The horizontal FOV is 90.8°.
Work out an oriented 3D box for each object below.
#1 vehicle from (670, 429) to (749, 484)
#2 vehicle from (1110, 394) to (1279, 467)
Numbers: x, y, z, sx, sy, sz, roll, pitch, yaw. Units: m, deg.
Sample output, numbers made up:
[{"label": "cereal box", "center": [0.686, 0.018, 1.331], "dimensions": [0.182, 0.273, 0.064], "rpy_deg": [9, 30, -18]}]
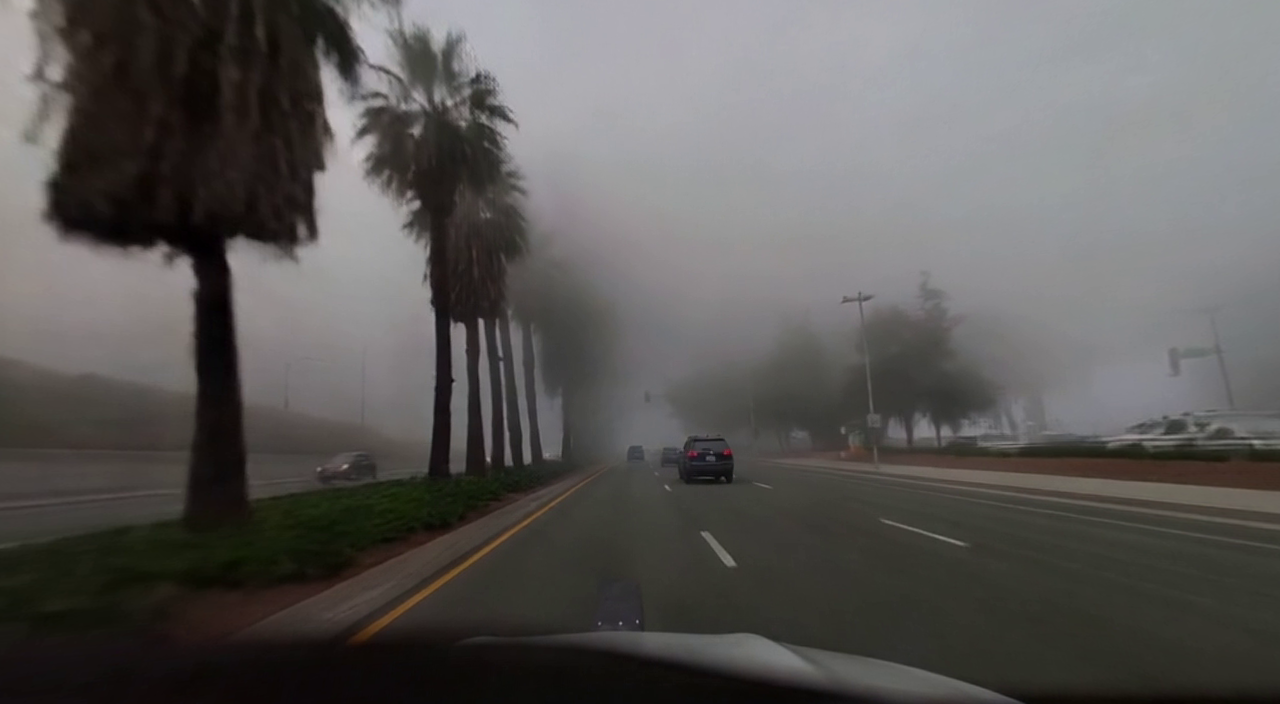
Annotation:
[{"label": "vehicle", "center": [2.708, 4.302, 26.221], "dimensions": [2.559, 2.017, 5.562], "rpy_deg": [0, -9, 0]}, {"label": "vehicle", "center": [19.306, 2.590, 20.426], "dimensions": [2.305, 2.084, 6.115], "rpy_deg": [1, -10, -21]}]
